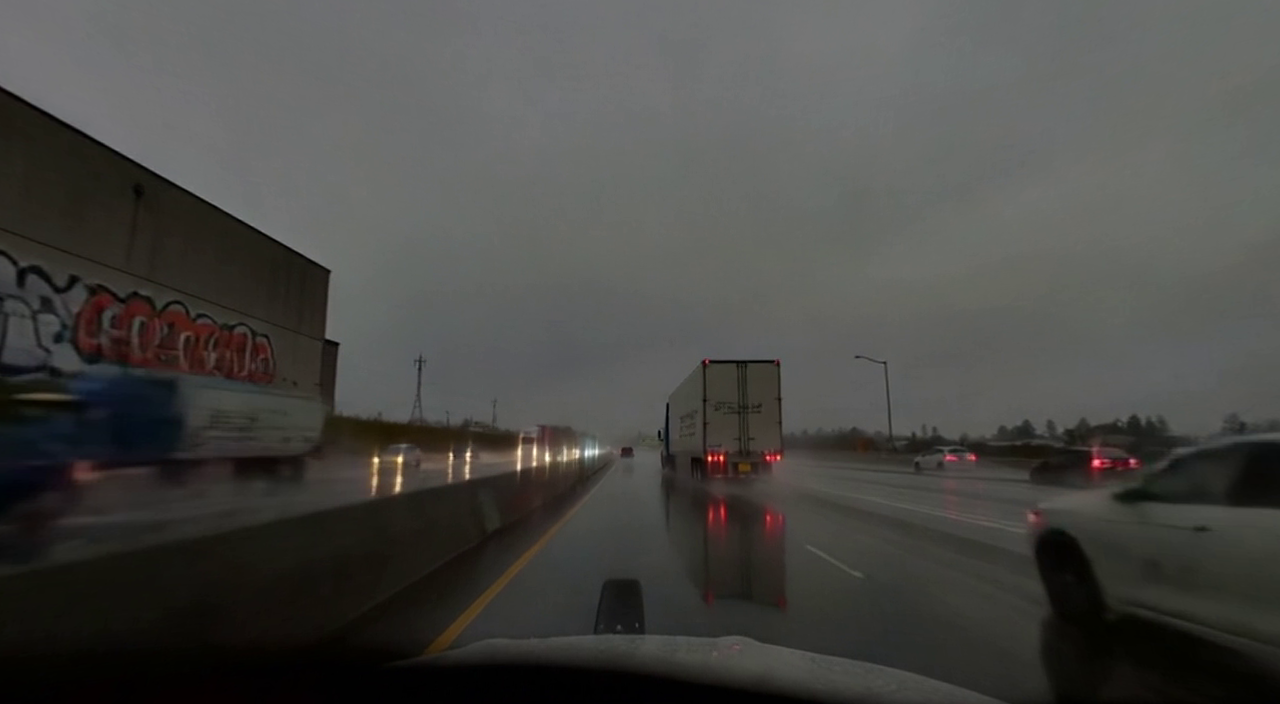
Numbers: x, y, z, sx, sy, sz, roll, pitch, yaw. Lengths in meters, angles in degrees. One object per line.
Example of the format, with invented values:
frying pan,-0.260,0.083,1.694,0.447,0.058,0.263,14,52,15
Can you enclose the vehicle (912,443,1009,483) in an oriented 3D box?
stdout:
vehicle,14.619,5.065,28.918,2.107,1.648,4.324,0,-9,-1

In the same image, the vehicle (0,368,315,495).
vehicle,-16.300,2.993,22.603,3.471,3.416,11.022,1,-9,-2

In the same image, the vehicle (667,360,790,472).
vehicle,3.788,3.841,33.131,3.317,4.314,17.803,0,-9,-2

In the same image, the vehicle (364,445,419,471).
vehicle,-15.433,6.565,39.103,1.872,1.510,3.919,0,-9,-1

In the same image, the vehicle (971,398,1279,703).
vehicle,4.059,1.080,3.369,2.085,1.588,4.436,0,-9,0
